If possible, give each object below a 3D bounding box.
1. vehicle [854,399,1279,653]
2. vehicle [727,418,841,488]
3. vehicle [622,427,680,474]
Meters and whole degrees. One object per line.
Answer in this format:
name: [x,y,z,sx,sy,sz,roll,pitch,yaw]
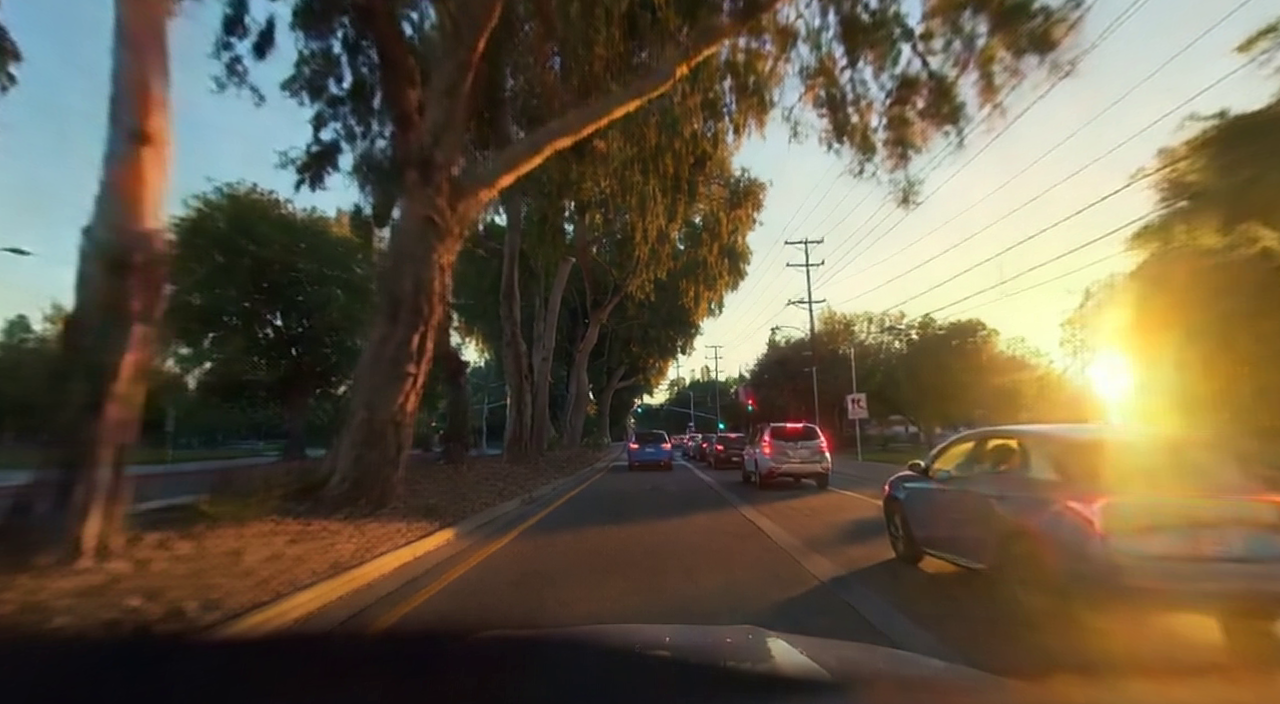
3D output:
vehicle: [3.761,1.355,6.023,1.881,1.512,4.294,0,-8,-1]
vehicle: [4.167,3.036,19.254,2.254,1.840,4.918,0,-8,0]
vehicle: [0.426,4.023,25.895,2.163,1.746,4.073,-1,-8,0]
